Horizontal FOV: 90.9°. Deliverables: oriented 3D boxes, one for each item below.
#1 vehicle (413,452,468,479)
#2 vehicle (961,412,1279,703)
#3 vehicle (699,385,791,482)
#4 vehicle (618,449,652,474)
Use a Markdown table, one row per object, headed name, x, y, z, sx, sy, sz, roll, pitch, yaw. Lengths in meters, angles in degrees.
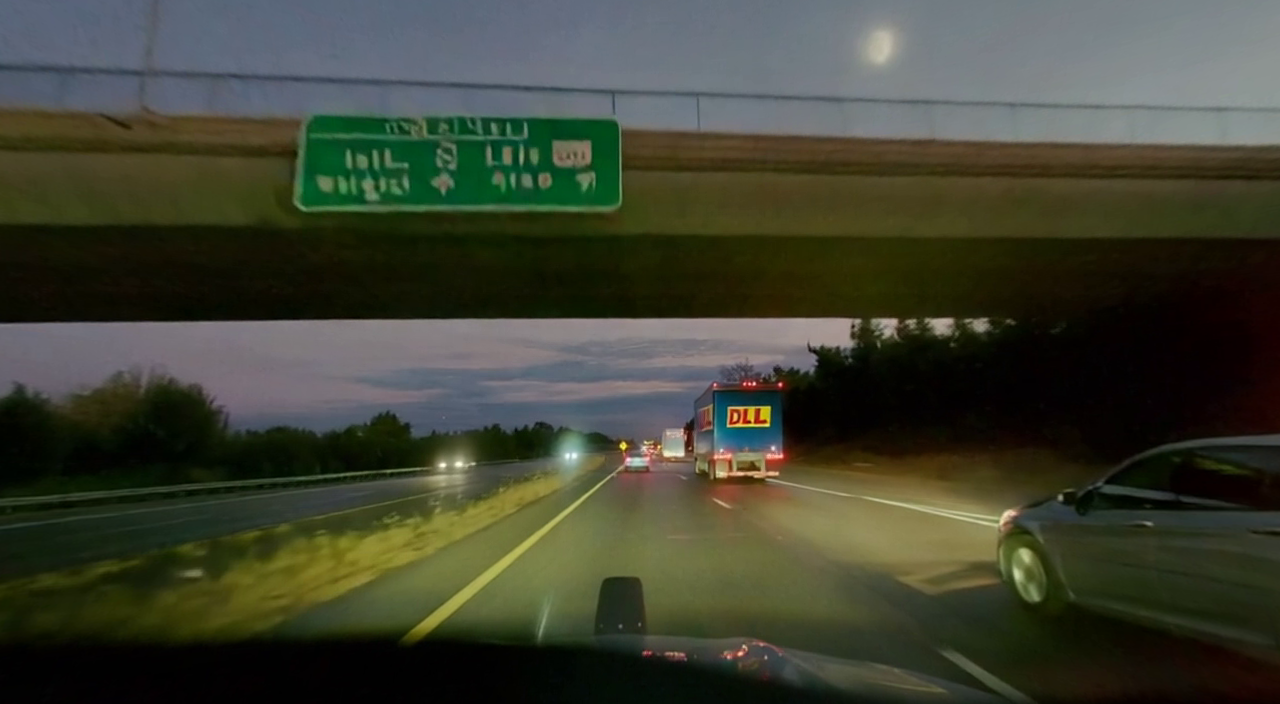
| name | x | y | z | sx | sy | sz | roll | pitch | yaw |
| --- | --- | --- | --- | --- | --- | --- | --- | --- | --- |
| vehicle | -12.589 | 7.163 | 40.069 | 1.960 | 1.605 | 4.303 | -1 | -9 | 2 |
| vehicle | 3.774 | 1.087 | 3.376 | 1.894 | 1.452 | 4.164 | 0 | -9 | 0 |
| vehicle | 4.701 | 3.987 | 30.107 | 2.838 | 3.985 | 8.010 | 0 | -9 | -1 |
| vehicle | -0.301 | 6.813 | 39.356 | 2.055 | 1.445 | 3.661 | 0 | -9 | 0 |
